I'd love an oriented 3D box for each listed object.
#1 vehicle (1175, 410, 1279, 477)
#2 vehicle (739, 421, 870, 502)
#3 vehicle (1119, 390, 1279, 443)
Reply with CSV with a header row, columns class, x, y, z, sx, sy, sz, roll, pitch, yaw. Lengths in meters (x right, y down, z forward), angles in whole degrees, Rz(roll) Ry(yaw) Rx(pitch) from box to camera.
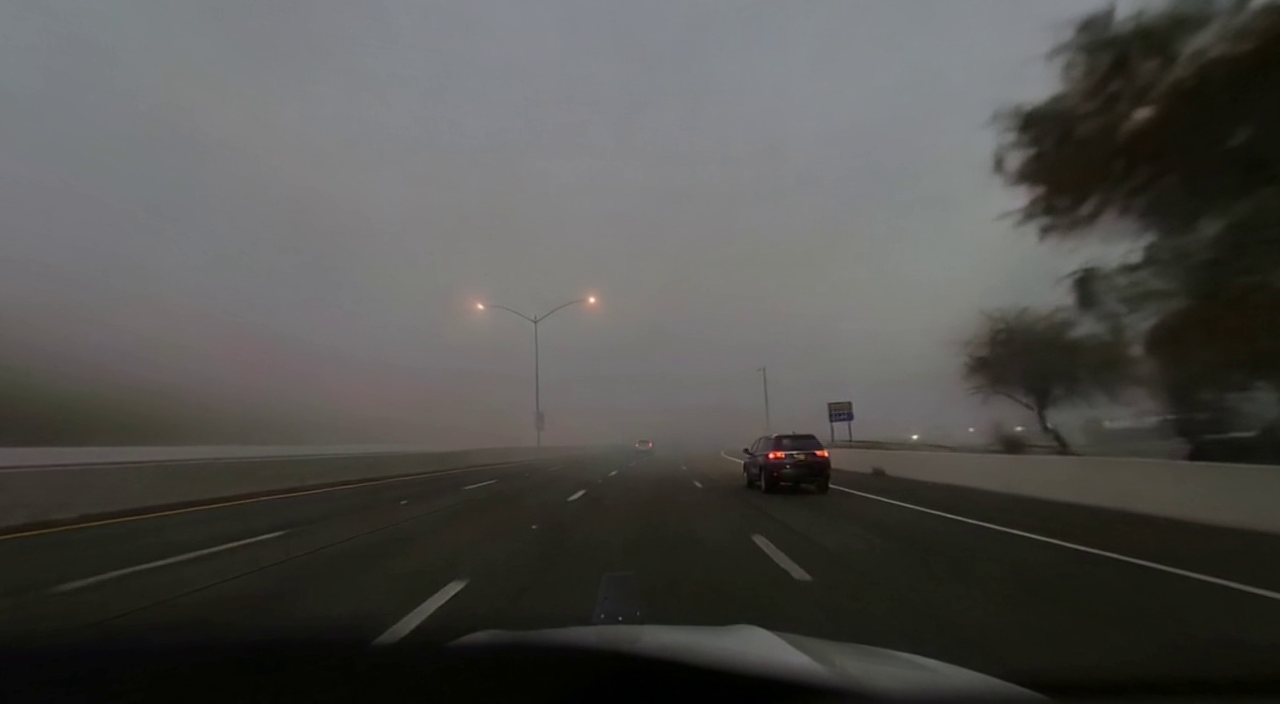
class,x,y,z,sx,sy,sz,roll,pitch,yaw
vehicle,19.135,2.756,18.971,2.165,1.867,4.641,-1,-8,5
vehicle,3.872,2.670,15.692,2.090,1.715,4.228,0,-8,0
vehicle,36.431,4.317,40.805,8.026,2.943,2.564,-10,-12,40
